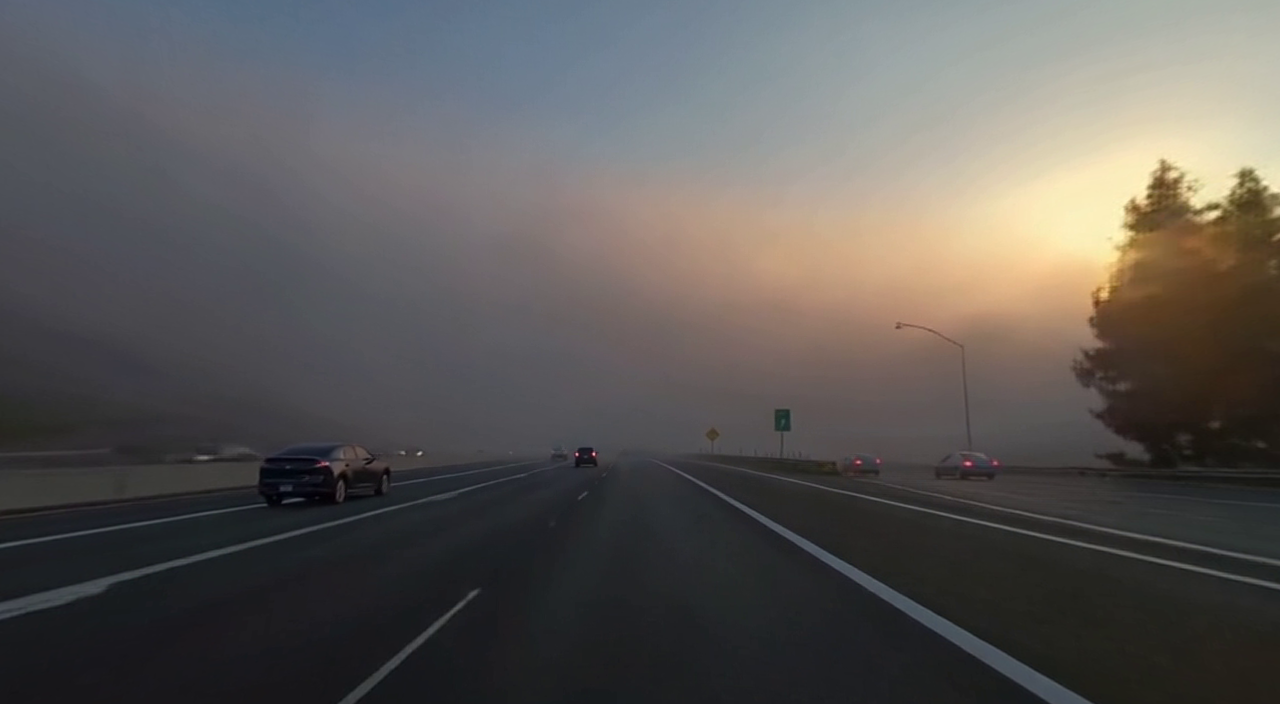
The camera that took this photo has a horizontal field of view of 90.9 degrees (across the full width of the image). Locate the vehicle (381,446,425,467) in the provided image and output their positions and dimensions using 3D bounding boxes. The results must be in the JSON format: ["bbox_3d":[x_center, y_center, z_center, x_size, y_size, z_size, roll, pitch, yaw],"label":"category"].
[{"bbox_3d":[-17.340,7.643,46.312,1.812,1.447,3.802,0,-8,-1],"label":"vehicle"}]

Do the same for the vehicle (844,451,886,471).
[{"bbox_3d":[17.679,8.564,49.731,2.005,1.478,4.056,-1,-8,3],"label":"vehicle"}]

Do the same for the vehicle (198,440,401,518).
[{"bbox_3d":[-7.419,2.786,14.451,2.038,1.463,4.656,0,-8,0],"label":"vehicle"}]

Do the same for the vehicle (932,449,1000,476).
[{"bbox_3d":[19.457,6.611,37.844,1.950,1.462,4.391,-1,-8,4],"label":"vehicle"}]

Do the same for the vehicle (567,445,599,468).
[{"bbox_3d":[-3.966,7.316,44.351,1.936,1.465,4.060,0,-8,-1],"label":"vehicle"}]
